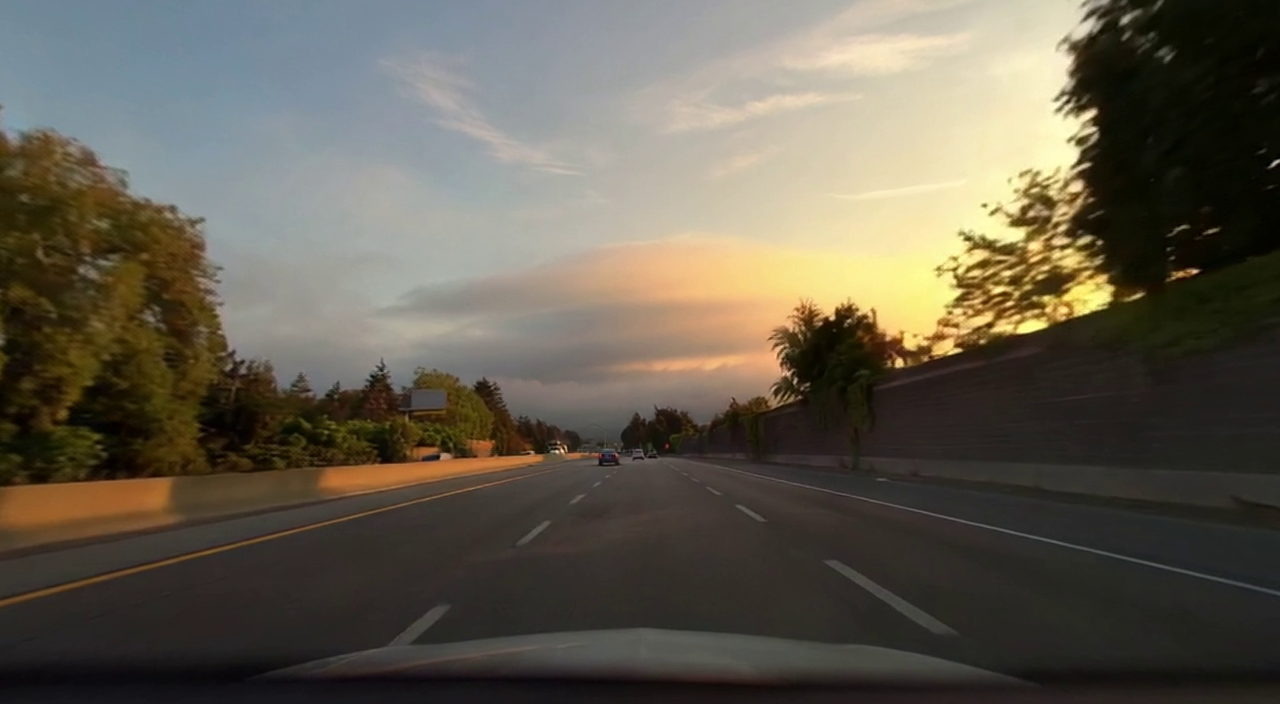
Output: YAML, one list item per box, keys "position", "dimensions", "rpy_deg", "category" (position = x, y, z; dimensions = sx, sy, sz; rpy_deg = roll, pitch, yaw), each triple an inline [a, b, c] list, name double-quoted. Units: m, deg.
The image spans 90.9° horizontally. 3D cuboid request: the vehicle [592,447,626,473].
- position: [-1.924, 6.799, 39.864]
  dimensions: [1.873, 1.529, 3.953]
  rpy_deg: [0, -9, 1]
  category: "vehicle"
